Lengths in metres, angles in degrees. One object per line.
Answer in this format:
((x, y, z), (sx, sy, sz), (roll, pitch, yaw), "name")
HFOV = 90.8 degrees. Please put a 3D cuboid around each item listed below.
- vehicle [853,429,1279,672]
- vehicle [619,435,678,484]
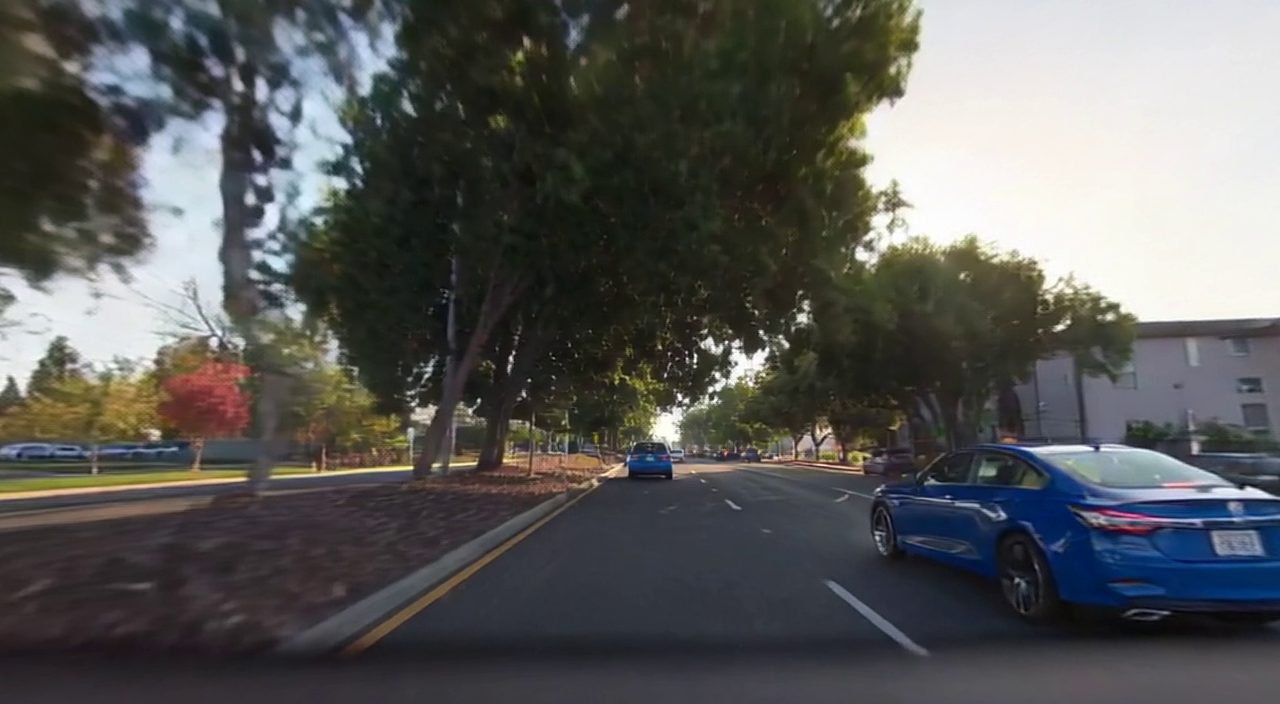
((3.782, 1.501, 5.999), (1.918, 1.418, 4.360), (0, -8, -1), "vehicle")
((0.250, 4.134, 24.620), (2.085, 1.693, 4.301), (0, -8, -2), "vehicle")
